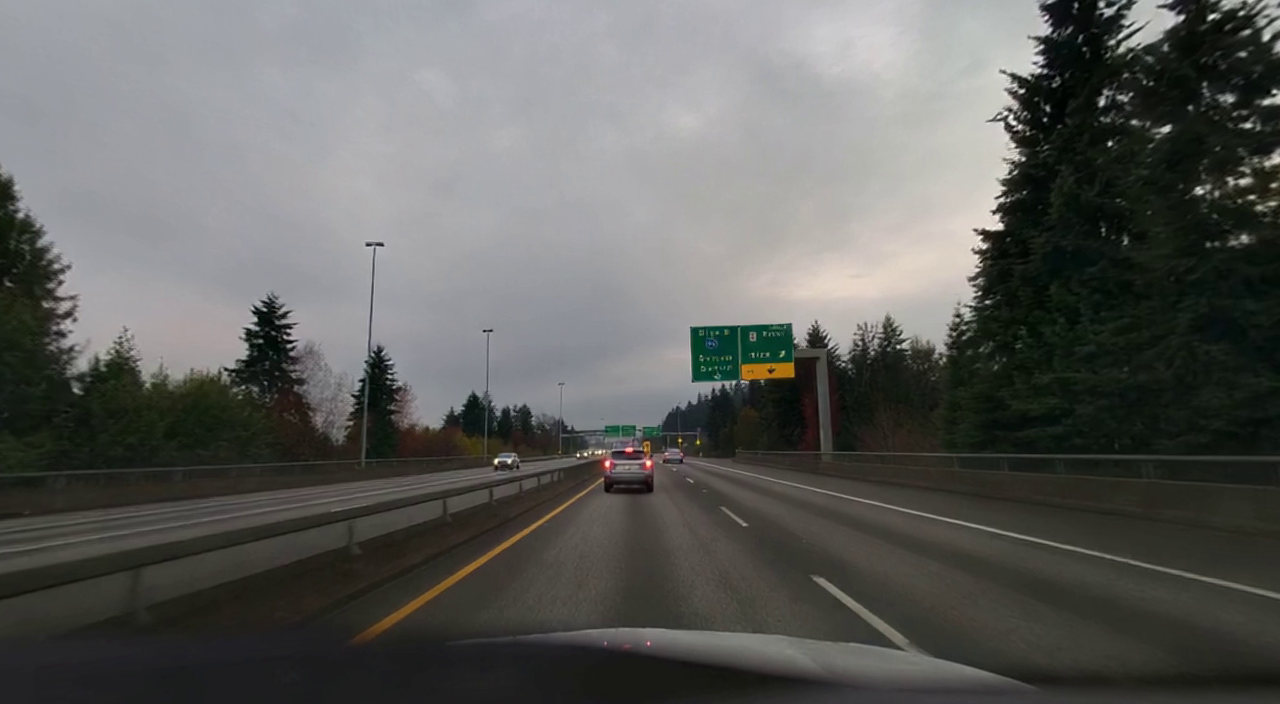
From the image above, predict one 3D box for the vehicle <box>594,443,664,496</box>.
[{"bbox_3d":[-0.293,3.657,19.991,2.003,1.490,3.636,0,-9,1],"label":"vehicle"}]
